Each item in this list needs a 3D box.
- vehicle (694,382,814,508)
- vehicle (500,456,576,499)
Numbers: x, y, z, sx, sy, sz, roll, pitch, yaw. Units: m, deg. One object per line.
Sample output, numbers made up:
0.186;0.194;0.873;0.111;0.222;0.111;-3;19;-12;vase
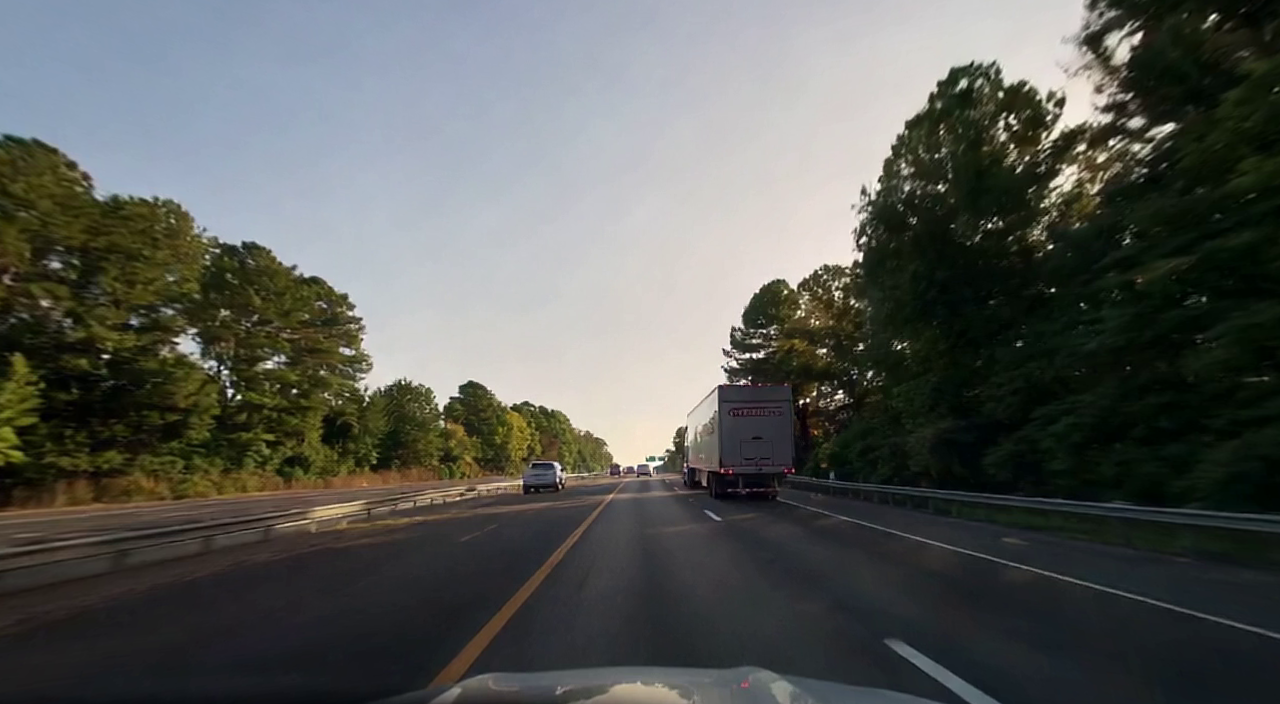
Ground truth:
4.119;3.955;25.739;2.871;4.032;10.642;1;-10;0;vehicle
-4.060;5.156;25.996;2.180;1.556;4.895;0;-11;2;vehicle
